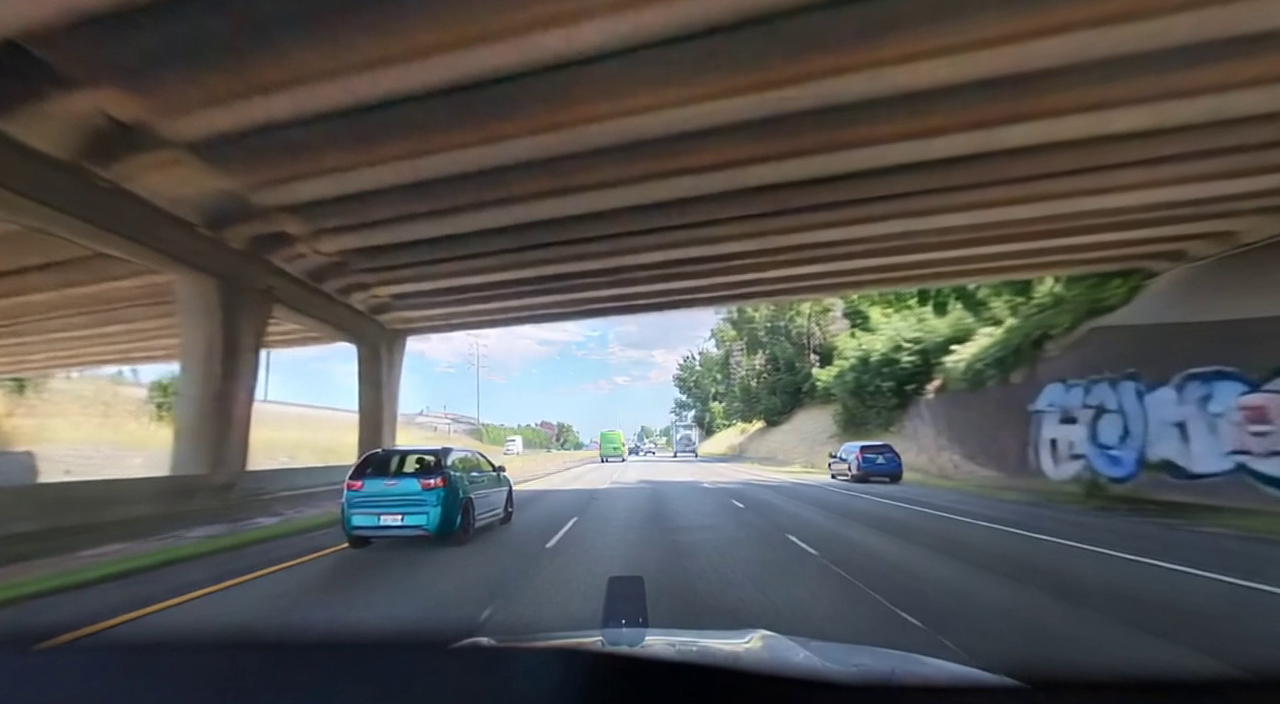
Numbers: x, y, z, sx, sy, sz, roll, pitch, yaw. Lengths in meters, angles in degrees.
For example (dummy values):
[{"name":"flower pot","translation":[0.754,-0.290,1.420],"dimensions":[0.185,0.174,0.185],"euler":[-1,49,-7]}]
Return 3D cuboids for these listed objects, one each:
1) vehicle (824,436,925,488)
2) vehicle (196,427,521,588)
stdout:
[{"name":"vehicle","translation":[8.280,3.928,22.694],"dimensions":[1.936,1.664,4.198],"euler":[0,-9,-1]},{"name":"vehicle","translation":[-3.082,1.819,8.294],"dimensions":[2.029,1.472,4.721],"euler":[0,-9,1]}]
